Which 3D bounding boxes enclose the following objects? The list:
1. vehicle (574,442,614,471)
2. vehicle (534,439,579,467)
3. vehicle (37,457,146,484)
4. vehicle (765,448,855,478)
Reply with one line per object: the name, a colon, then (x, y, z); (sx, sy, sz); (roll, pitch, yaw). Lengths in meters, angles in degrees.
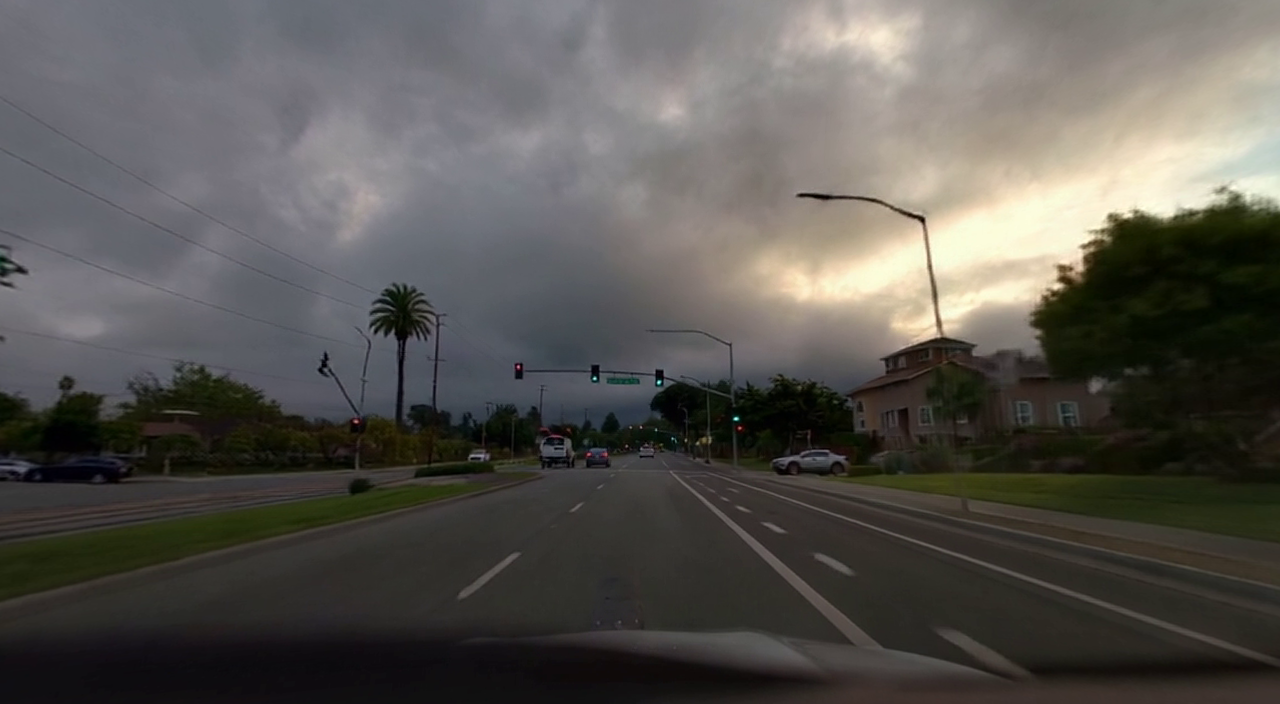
vehicle: (-2.972, 6.910, 41.745); (2.116, 1.806, 4.516); (0, -9, 2)
vehicle: (-6.418, 7.891, 49.235); (2.457, 2.010, 6.330); (0, -9, 1)
vehicle: (-34.121, 7.378, 39.279); (4.808, 1.529, 1.979); (1, -9, -3)
vehicle: (9.101, 5.978, 34.031); (4.509, 1.520, 1.952); (-1, -9, 11)
